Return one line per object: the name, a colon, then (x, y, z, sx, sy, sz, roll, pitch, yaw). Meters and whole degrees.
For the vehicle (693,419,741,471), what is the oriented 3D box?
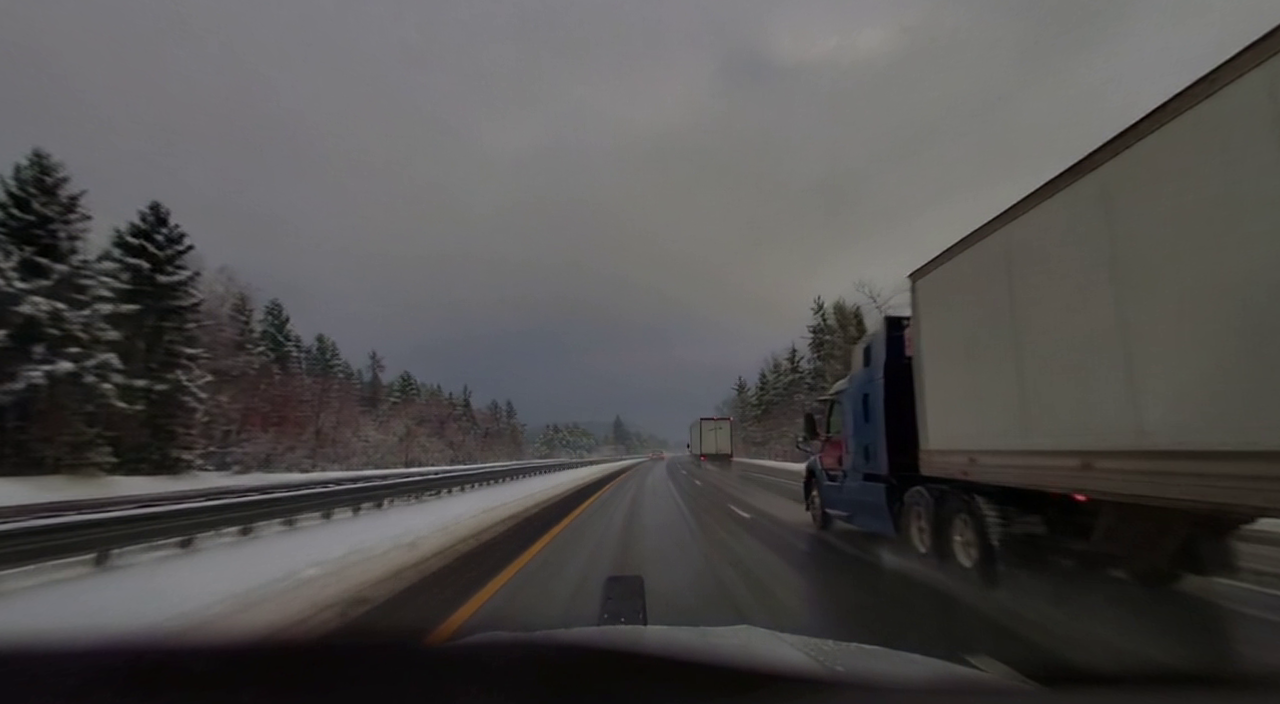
vehicle: (5.276, 6.600, 44.508, 2.682, 3.349, 7.138, 0, -9, 2)

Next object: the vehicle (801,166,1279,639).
vehicle: (4.295, 0.755, 7.791, 2.990, 3.561, 6.145, 0, -9, 1)
